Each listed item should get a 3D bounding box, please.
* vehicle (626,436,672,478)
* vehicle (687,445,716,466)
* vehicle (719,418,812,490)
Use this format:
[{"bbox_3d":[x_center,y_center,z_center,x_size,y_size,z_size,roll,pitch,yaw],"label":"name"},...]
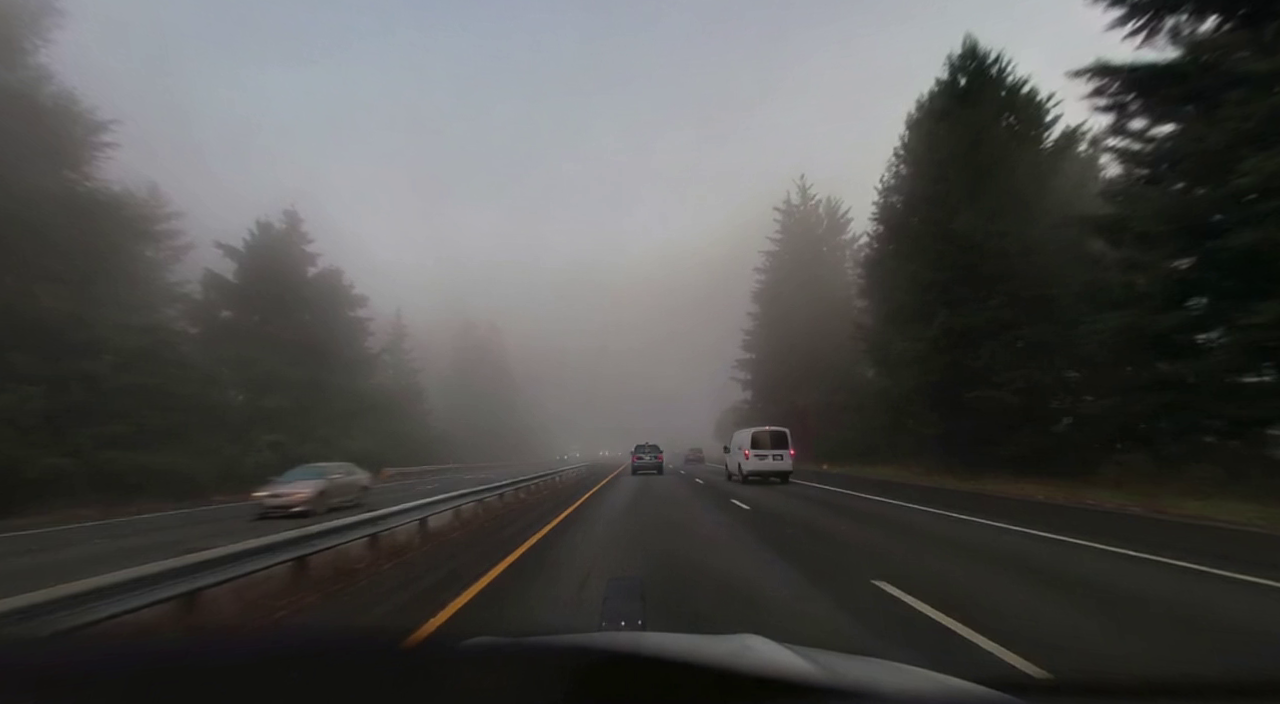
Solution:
[{"bbox_3d":[0.431,5.190,31.443,2.143,1.925,4.101,0,-9,0],"label":"vehicle"},{"bbox_3d":[4.756,8.047,49.080,1.868,1.566,3.509,0,-9,-1],"label":"vehicle"},{"bbox_3d":[4.323,3.644,22.686,2.232,2.290,4.720,0,-9,-2],"label":"vehicle"}]
